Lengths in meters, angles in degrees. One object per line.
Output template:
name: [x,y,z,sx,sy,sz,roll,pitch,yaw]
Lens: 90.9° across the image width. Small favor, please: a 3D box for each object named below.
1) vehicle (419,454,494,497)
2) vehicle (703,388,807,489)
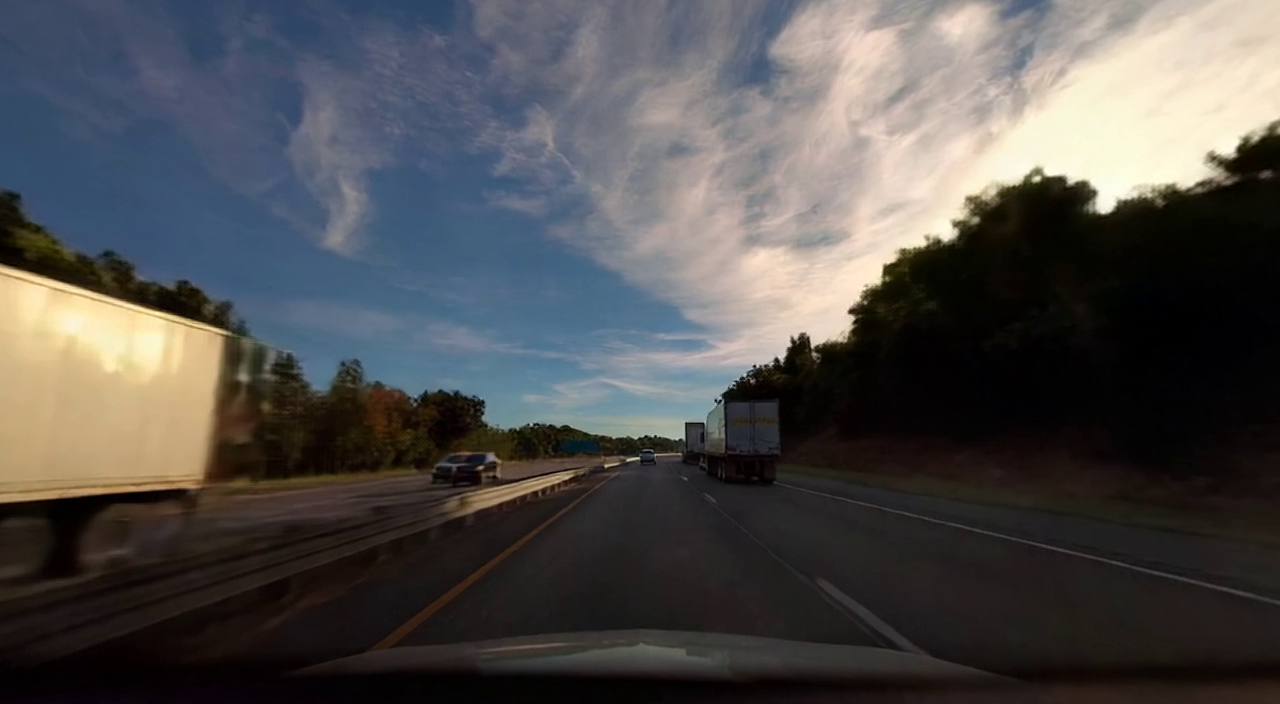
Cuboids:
vehicle: [-8.456,5.719,29.528,2.058,1.818,4.536,0,-9,1]
vehicle: [4.640,3.956,28.171,2.866,3.558,11.674,0,-9,2]
